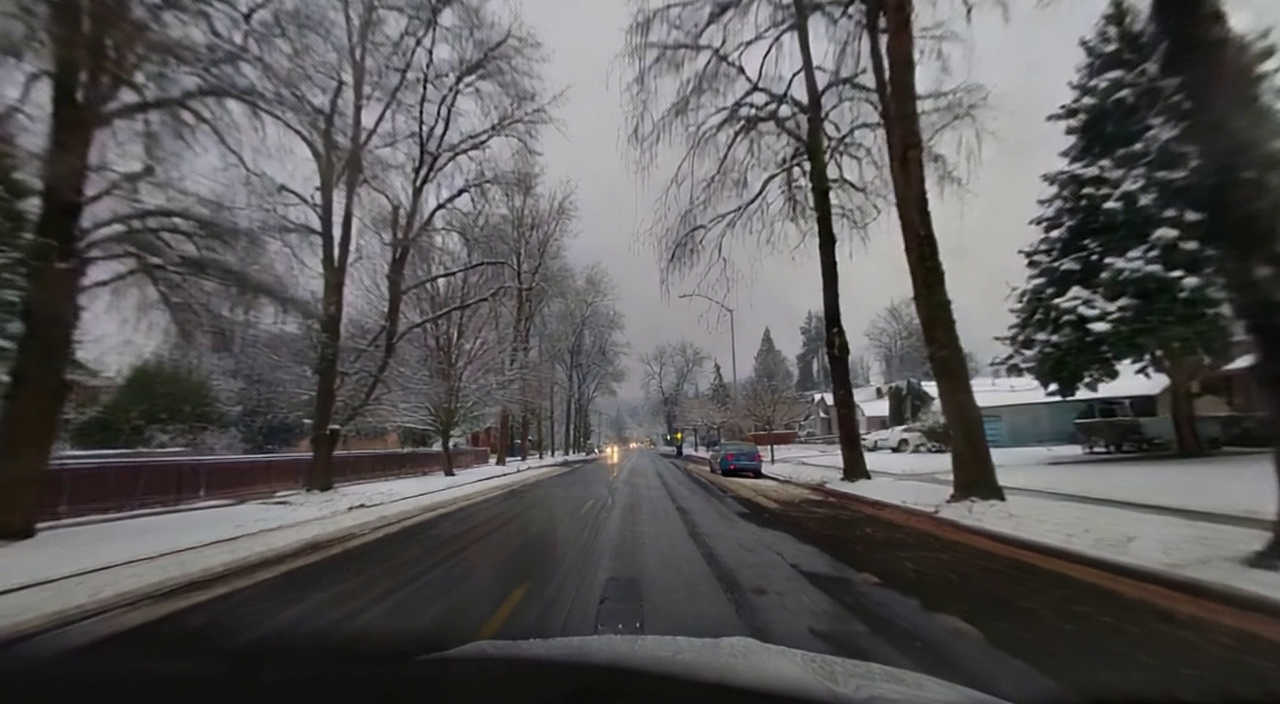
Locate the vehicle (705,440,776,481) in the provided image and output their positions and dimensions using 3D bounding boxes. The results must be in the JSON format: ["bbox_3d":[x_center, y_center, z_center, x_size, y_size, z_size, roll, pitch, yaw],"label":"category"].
[{"bbox_3d":[3.867,4.240,25.004,2.013,1.473,4.329,0,-8,-1],"label":"vehicle"}]
